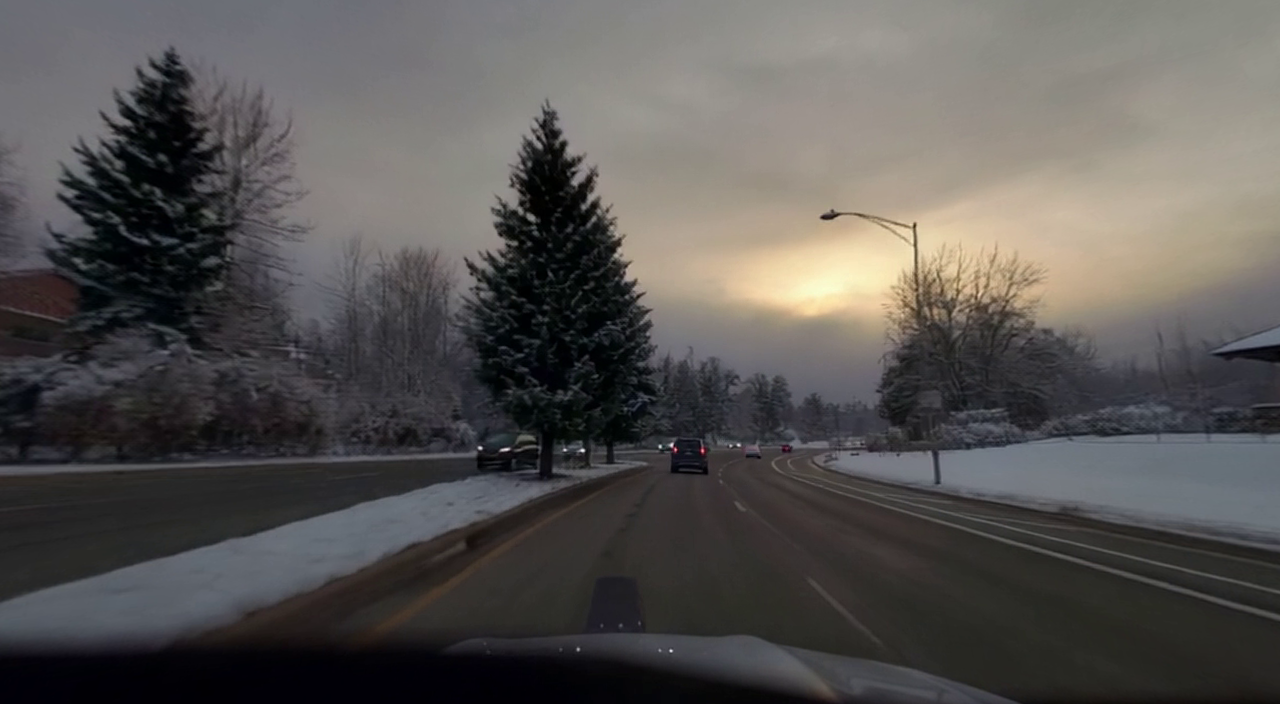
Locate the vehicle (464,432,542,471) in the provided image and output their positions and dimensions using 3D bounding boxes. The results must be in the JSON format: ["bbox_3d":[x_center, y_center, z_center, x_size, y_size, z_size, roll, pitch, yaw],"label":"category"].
[{"bbox_3d":[-6.844,5.068,32.056,2.331,1.838,4.865,-2,-9,8],"label":"vehicle"}]

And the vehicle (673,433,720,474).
[{"bbox_3d":[3.136,5.473,33.967,2.072,2.002,4.391,-2,-9,10],"label":"vehicle"}]

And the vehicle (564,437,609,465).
[{"bbox_3d":[-3.729,6.955,44.290,1.975,1.853,4.600,-2,-9,11],"label":"vehicle"}]
